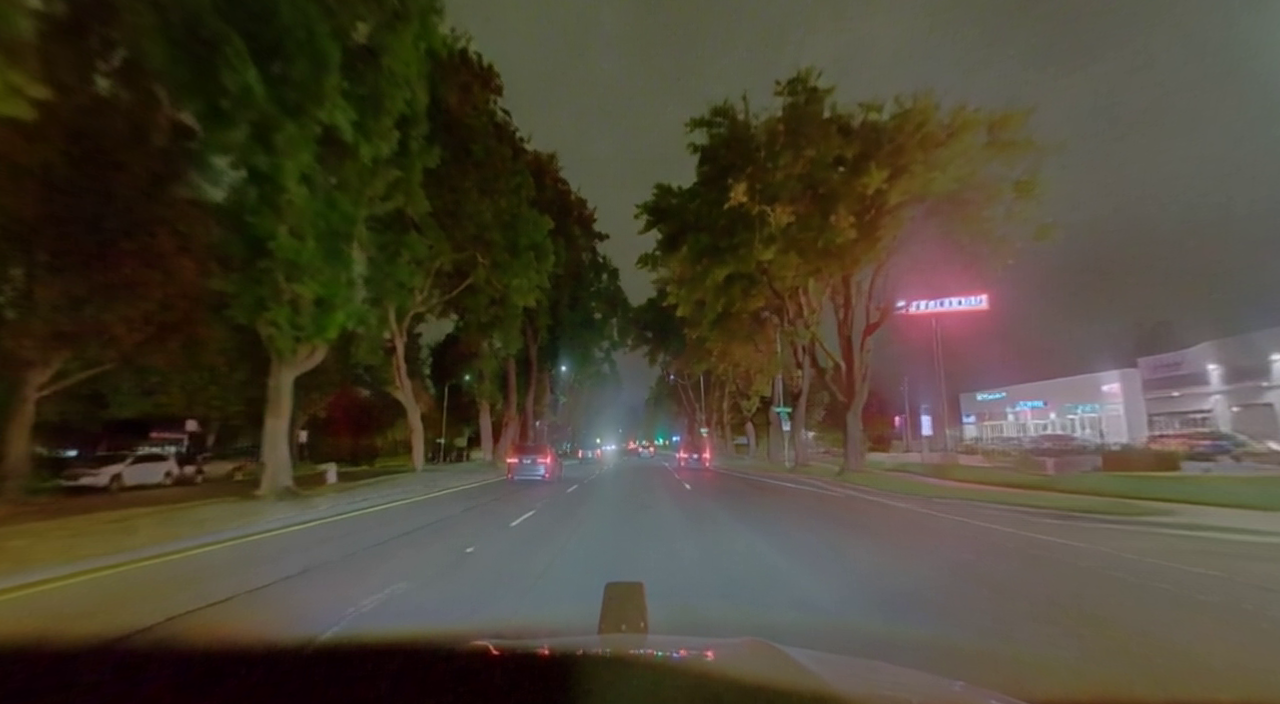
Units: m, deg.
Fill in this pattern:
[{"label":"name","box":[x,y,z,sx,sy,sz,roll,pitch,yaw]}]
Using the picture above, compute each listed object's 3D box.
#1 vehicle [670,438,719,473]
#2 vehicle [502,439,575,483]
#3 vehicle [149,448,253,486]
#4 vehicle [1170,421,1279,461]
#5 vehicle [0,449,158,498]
[{"label":"vehicle","box":[2.585,5.030,30.731,1.922,1.579,3.642,0,-8,-2]},{"label":"vehicle","box":[-3.687,4.037,23.669,1.908,1.481,4.536,0,-8,1]},{"label":"vehicle","box":[-22.595,5.890,32.688,1.958,1.780,4.479,0,-8,3]},{"label":"vehicle","box":[26.191,3.894,27.871,1.677,1.591,4.298,-1,-7,-1]},{"label":"vehicle","box":[-22.841,4.910,25.982,2.040,1.757,4.730,0,-8,1]}]
